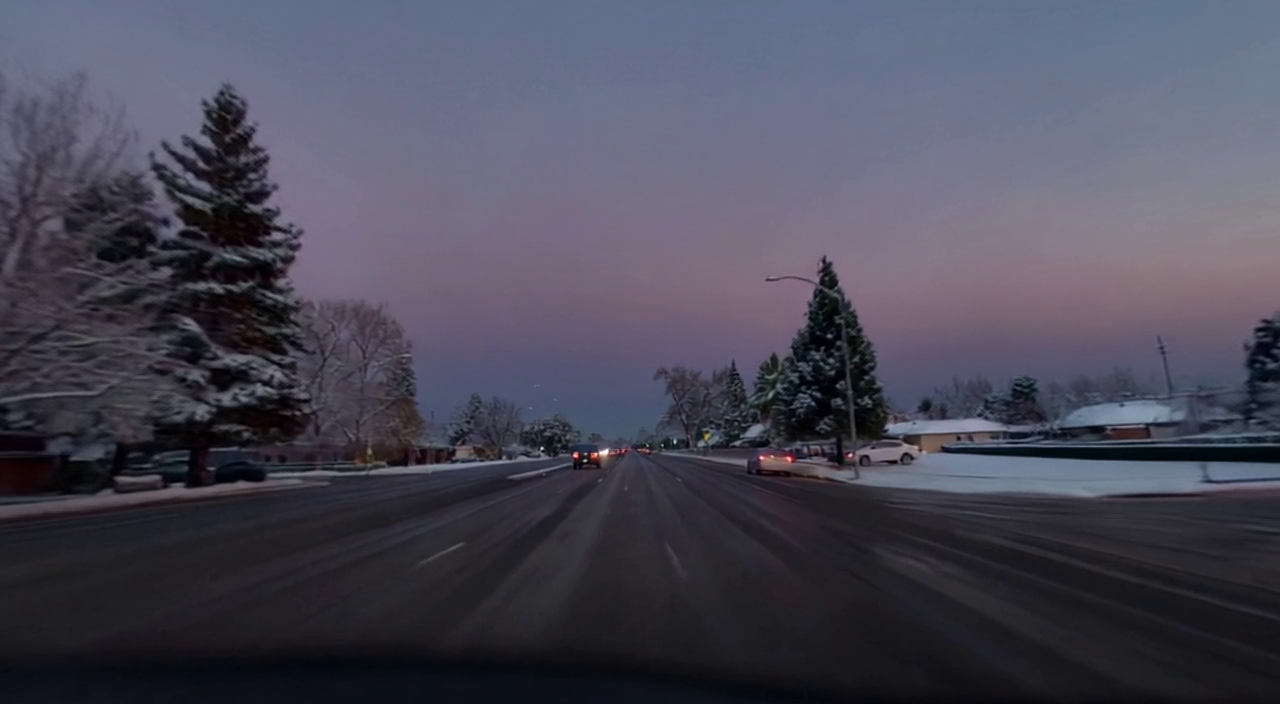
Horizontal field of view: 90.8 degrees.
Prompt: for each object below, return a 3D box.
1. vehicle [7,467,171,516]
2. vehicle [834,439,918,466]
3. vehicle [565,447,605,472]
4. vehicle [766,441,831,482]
[{"bbox_3d":[-21.225,5.362,24.709,2.003,1.555,4.921,-1,-9,0],"label":"vehicle"},{"bbox_3d":[15.514,6.619,41.701,4.748,1.608,1.929,-2,-9,1],"label":"vehicle"},{"bbox_3d":[-3.531,7.031,41.596,2.263,1.548,4.555,0,-8,-1],"label":"vehicle"},{"bbox_3d":[7.741,5.426,31.287,2.006,1.758,4.311,4,-10,0],"label":"vehicle"}]
